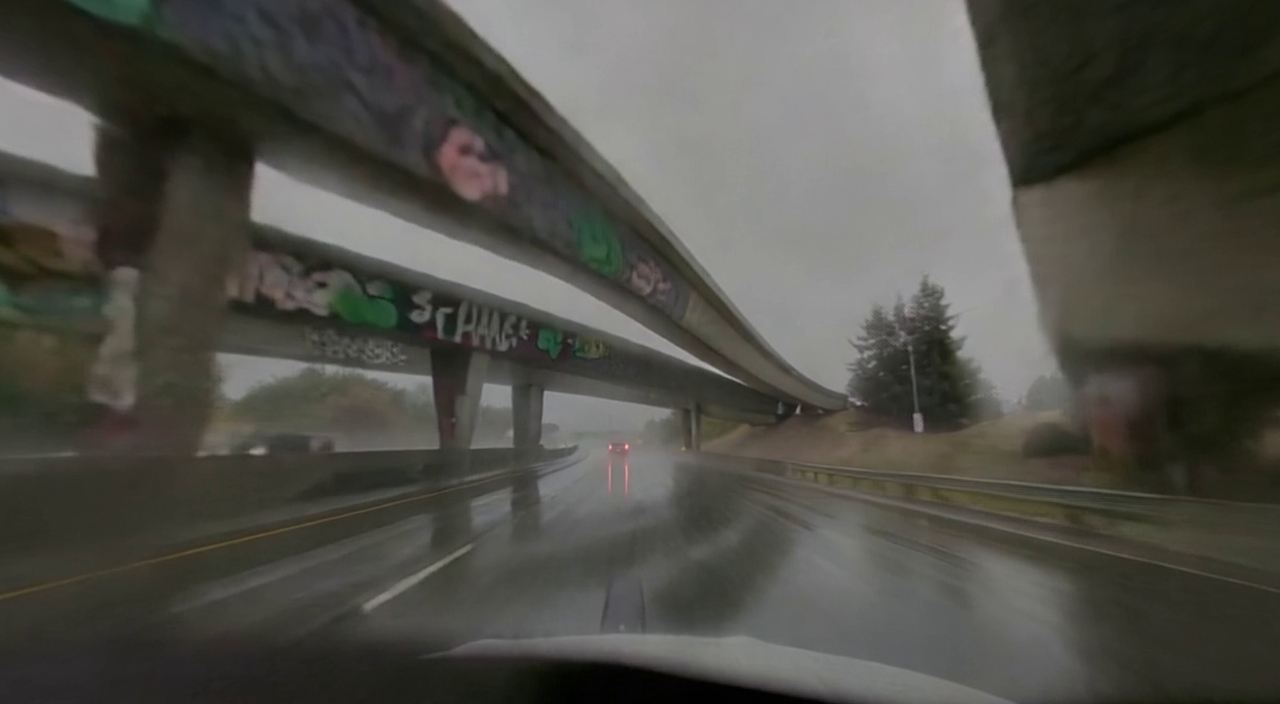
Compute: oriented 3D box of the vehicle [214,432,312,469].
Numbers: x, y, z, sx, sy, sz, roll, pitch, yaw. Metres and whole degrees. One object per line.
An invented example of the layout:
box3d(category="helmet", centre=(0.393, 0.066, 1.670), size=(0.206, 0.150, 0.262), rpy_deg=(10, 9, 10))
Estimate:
box3d(category="vehicle", centre=(-19.895, 5.261, 33.586), size=(2.027, 1.781, 5.017), rpy_deg=(0, -9, 1))
